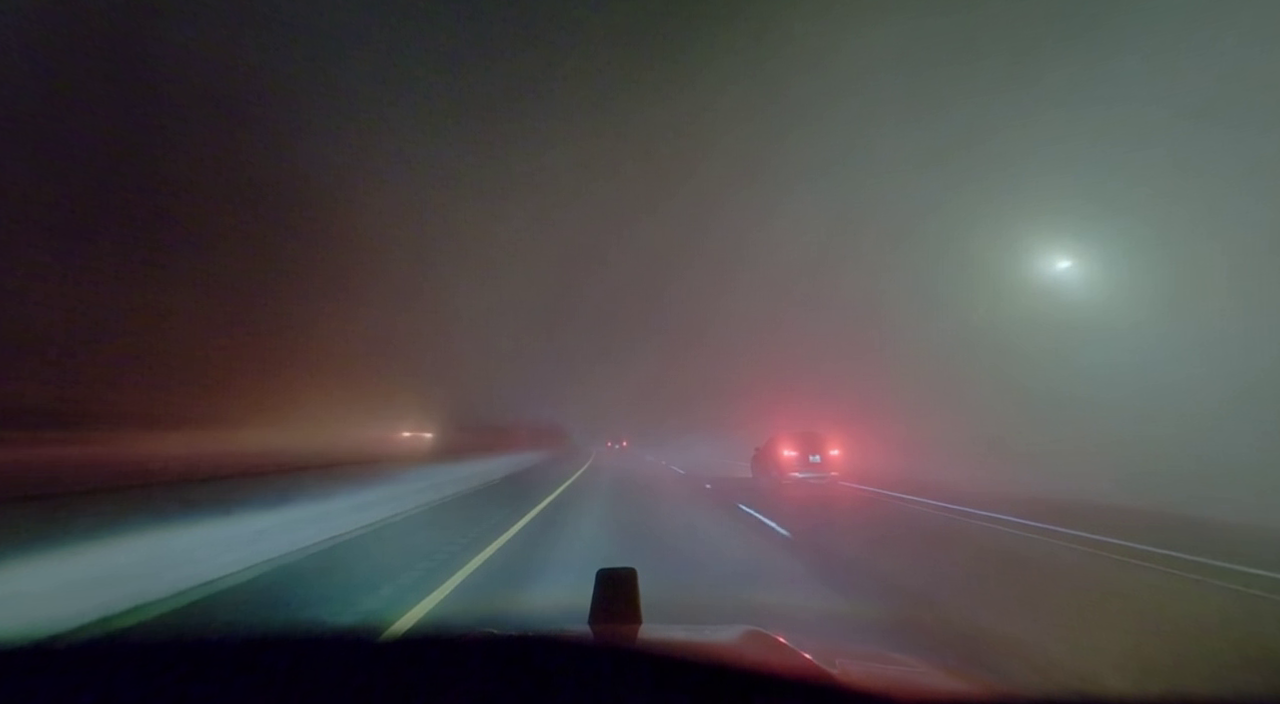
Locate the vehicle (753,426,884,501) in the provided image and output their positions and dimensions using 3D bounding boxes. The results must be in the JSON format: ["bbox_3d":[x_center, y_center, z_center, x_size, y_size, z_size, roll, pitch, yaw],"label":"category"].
[{"bbox_3d":[3.958,2.510,14.583,1.852,1.513,3.652,0,-8,-2],"label":"vehicle"}]

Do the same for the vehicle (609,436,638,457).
[{"bbox_3d":[-1.234,6.885,45.932,1.998,1.512,3.735,0,-8,-3],"label":"vehicle"}]

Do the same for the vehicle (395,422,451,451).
[{"bbox_3d":[-13.311,5.242,38.848,1.962,1.640,4.442,0,-8,-2],"label":"vehicle"}]
